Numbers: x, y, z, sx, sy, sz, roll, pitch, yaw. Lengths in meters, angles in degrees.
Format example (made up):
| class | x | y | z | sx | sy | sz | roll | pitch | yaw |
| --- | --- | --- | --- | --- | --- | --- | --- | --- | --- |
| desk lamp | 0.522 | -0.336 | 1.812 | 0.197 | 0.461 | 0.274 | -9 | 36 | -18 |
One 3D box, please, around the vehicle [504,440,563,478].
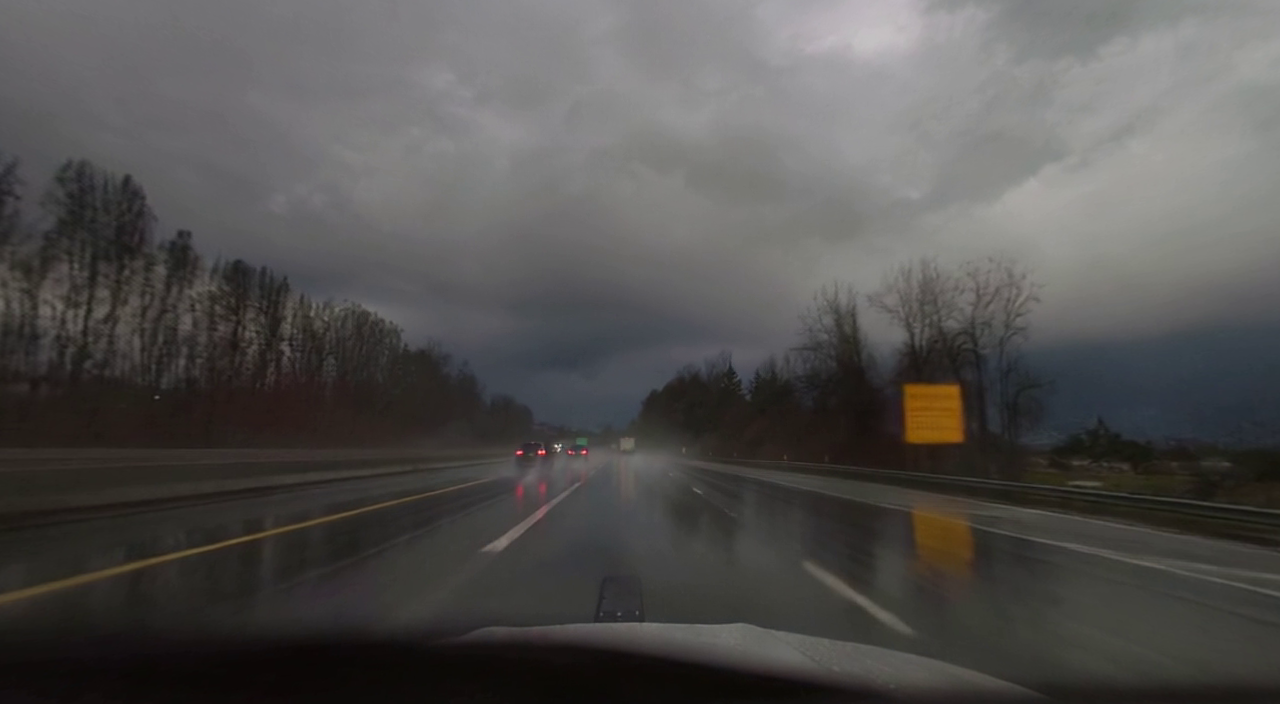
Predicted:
| class | x | y | z | sx | sy | sz | roll | pitch | yaw |
| --- | --- | --- | --- | --- | --- | --- | --- | --- | --- |
| vehicle | -5.086 | 5.182 | 30.534 | 2.151 | 1.693 | 4.201 | 0 | -9 | -1 |
